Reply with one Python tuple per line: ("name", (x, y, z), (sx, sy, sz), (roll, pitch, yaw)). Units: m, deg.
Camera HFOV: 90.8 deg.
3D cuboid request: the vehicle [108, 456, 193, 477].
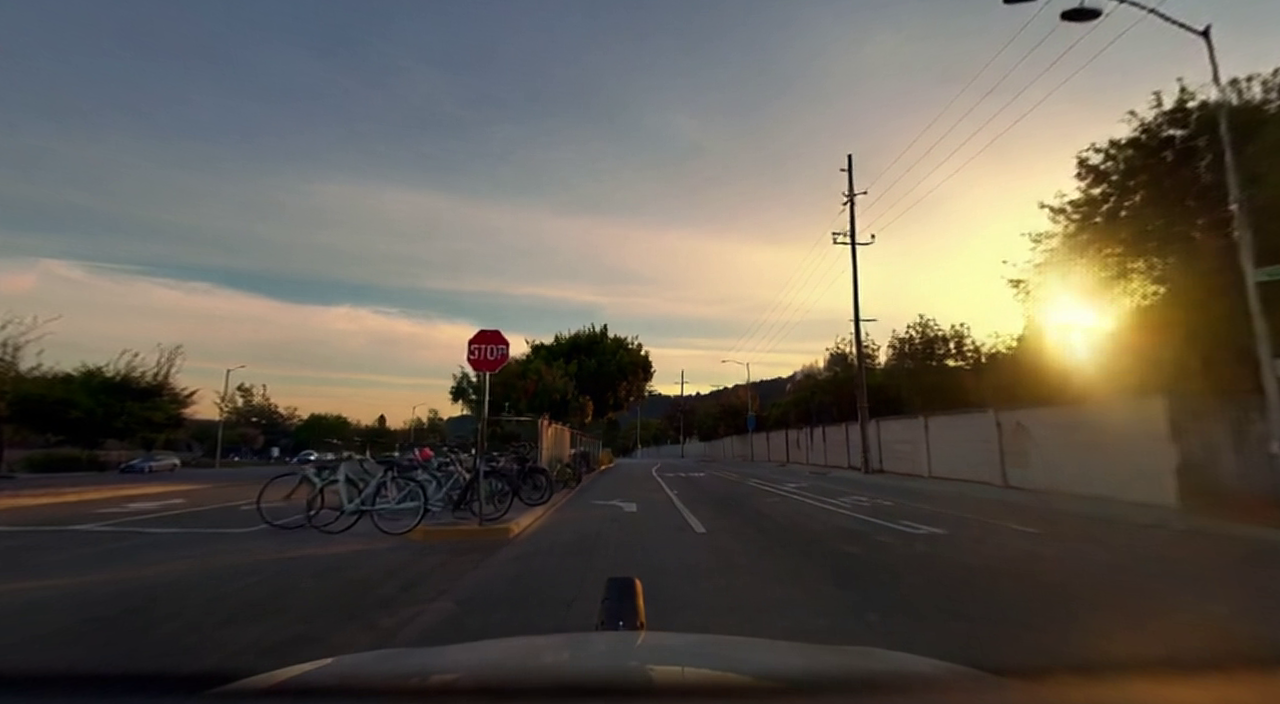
("vehicle", (-33.937, 7.946, 43.913), (4.327, 1.402, 1.757), (0, -9, -4))
